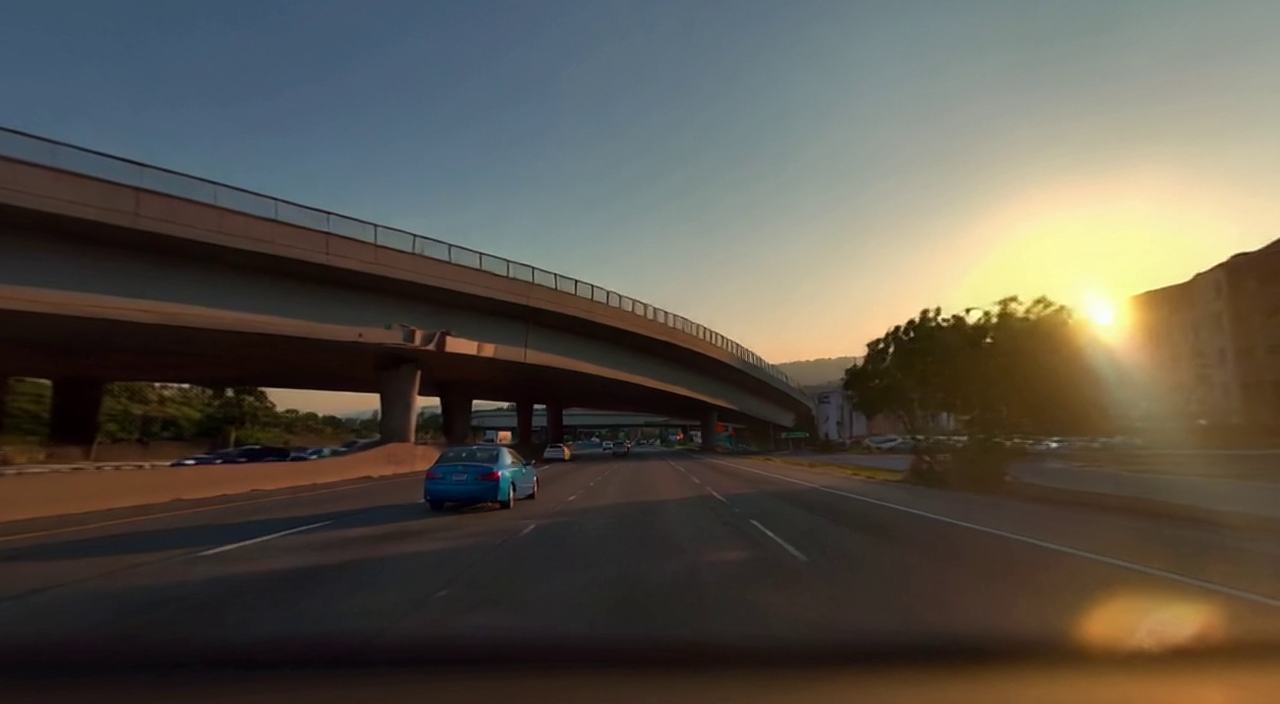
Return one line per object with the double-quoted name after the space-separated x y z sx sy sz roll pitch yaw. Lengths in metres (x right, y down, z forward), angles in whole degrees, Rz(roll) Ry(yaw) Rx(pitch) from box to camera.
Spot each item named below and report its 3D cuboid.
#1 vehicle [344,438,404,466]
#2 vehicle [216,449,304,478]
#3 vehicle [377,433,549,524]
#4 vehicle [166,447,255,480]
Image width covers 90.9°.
-20.847 7.833 49.699 2.160 2.020 5.622 0 -8 1 "vehicle"
-21.162 6.204 35.367 1.898 1.481 4.682 0 -8 1 "vehicle"
-3.475 2.596 13.613 2.144 1.565 4.951 0 -8 2 "vehicle"
-24.261 6.281 35.854 1.962 1.683 4.387 0 -8 0 "vehicle"
